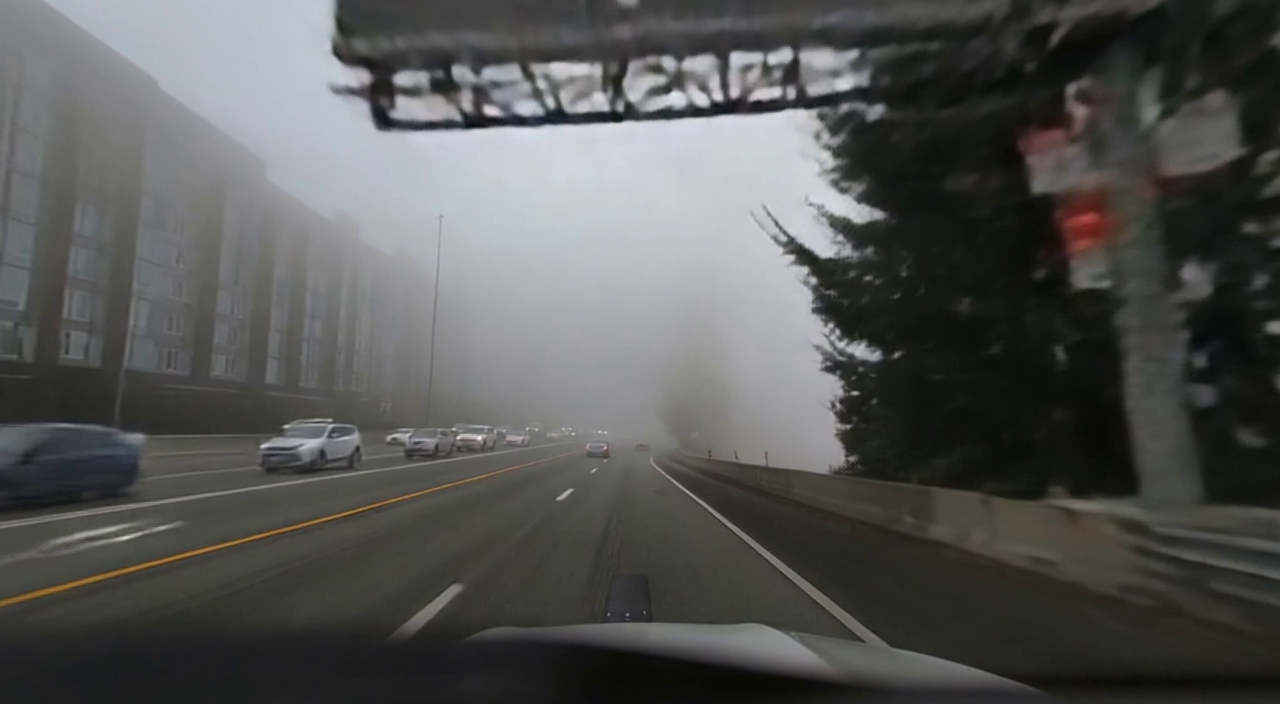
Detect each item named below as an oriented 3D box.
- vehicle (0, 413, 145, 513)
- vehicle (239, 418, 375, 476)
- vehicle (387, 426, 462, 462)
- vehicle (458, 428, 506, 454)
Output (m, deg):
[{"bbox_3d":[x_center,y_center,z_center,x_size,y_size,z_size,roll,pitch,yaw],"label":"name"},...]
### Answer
[{"bbox_3d":[-10.817,1.779,10.147,1.953,1.520,4.549,-1,-8,1],"label":"vehicle"},{"bbox_3d":[-10.665,3.105,20.622,2.033,1.662,4.394,0,-8,0],"label":"vehicle"},{"bbox_3d":[-10.428,4.506,30.872,2.016,1.607,4.491,-1,-9,1],"label":"vehicle"},{"bbox_3d":[-10.585,6.033,42.630,1.926,1.650,4.593,-1,-8,1],"label":"vehicle"}]
